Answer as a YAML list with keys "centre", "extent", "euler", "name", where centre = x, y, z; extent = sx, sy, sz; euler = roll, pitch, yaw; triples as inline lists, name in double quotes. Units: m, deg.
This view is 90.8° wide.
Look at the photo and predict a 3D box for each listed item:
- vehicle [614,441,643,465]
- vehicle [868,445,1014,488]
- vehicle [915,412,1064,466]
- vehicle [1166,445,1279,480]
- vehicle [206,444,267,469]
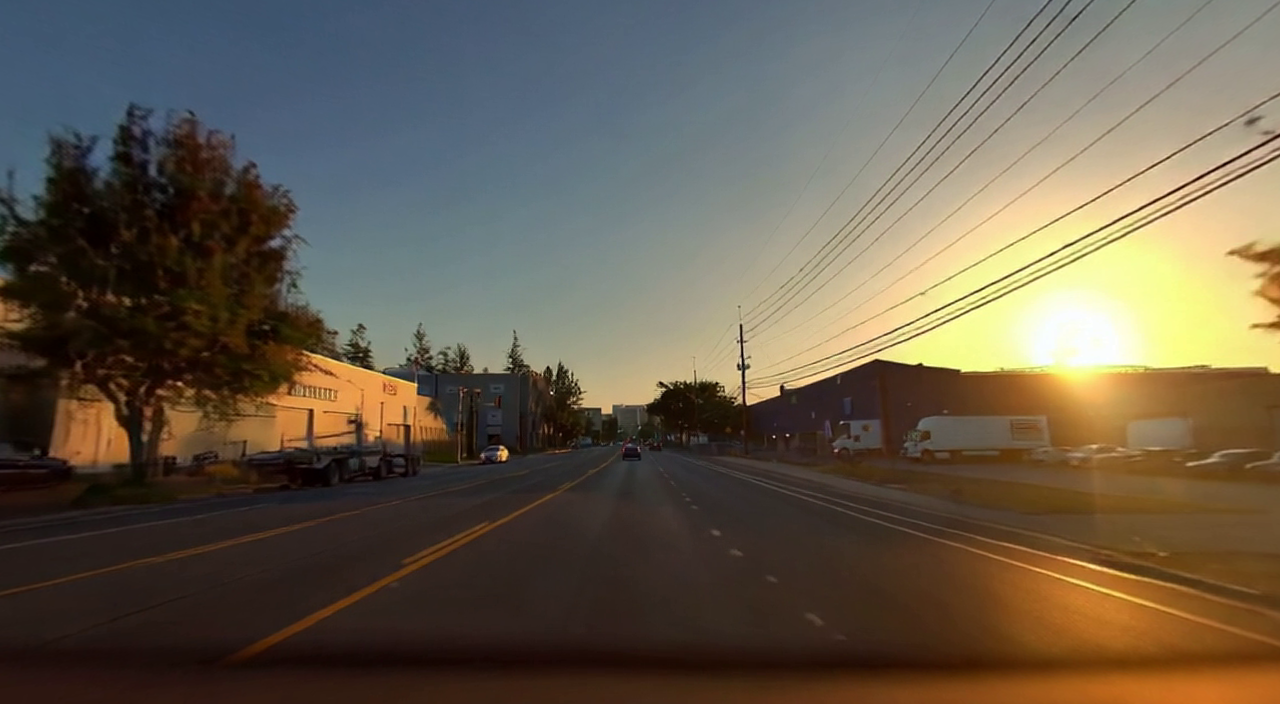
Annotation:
- centre: [-0.753, 7.057, 44.208]
  extent: [1.937, 1.588, 3.746]
  euler: [0, -8, 0]
  name: "vehicle"
- centre: [11.768, 4.486, 24.954]
  extent: [4.758, 1.496, 1.871]
  euler: [-1, -9, -1]
  name: "vehicle"
- centre: [24.665, 6.208, 44.968]
  extent: [8.701, 3.665, 2.906]
  euler: [0, -8, 1]
  name: "vehicle"
- centre: [25.798, 4.755, 27.420]
  extent: [4.134, 1.441, 1.836]
  euler: [-1, -8, 2]
  name: "vehicle"
- centre: [-31.606, 8.138, 49.460]
  extent: [4.992, 1.876, 2.169]
  euler: [-6, -10, 35]
  name: "vehicle"
